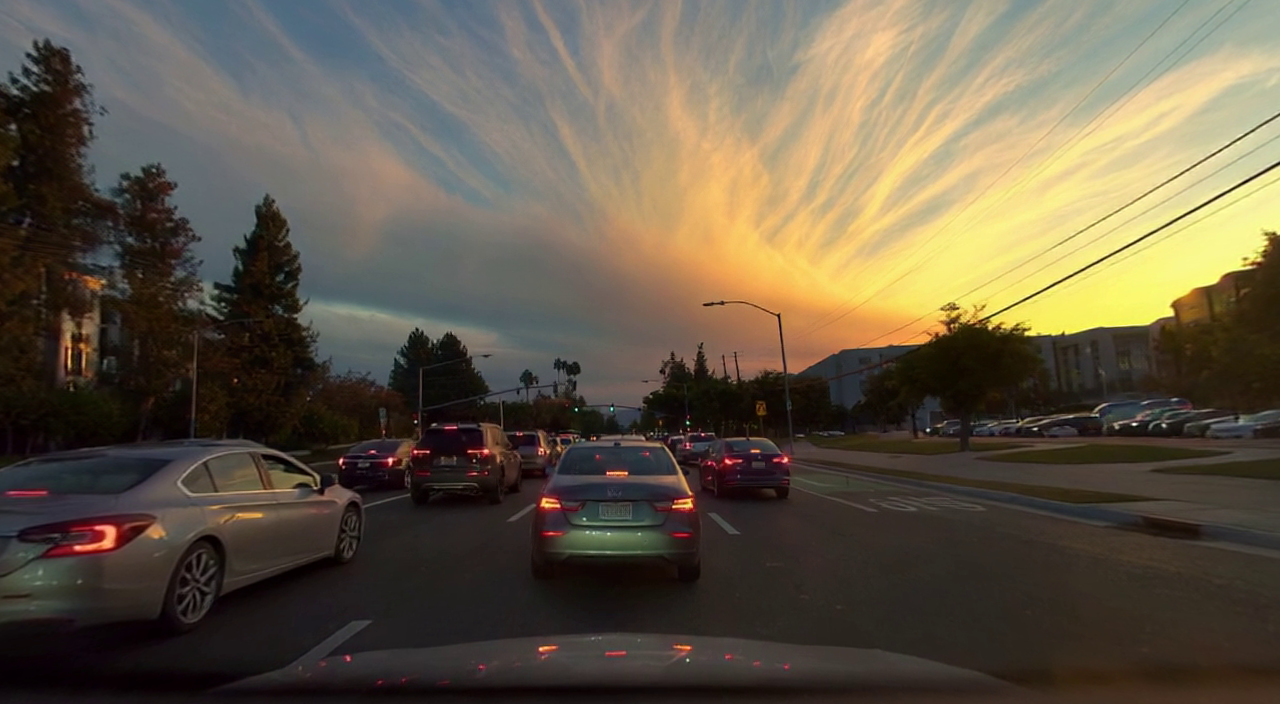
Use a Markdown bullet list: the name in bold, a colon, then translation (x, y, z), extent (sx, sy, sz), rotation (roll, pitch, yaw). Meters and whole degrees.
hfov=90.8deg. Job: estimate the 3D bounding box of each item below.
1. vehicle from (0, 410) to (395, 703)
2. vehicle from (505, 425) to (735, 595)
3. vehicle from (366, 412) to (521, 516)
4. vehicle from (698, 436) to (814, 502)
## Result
- **vehicle**: translation (-3.863, 1.346, 5.248), extent (1.985, 1.467, 4.224), rotation (0, -9, -1)
- **vehicle**: translation (-0.230, 1.680, 7.621), extent (2.007, 1.467, 4.059), rotation (0, -8, -2)
- **vehicle**: translation (-4.035, 2.385, 13.904), extent (2.054, 1.881, 4.469), rotation (0, -8, -1)
- **vehicle**: translation (2.805, 2.959, 16.423), extent (1.978, 1.452, 4.381), rotation (0, -8, -3)
